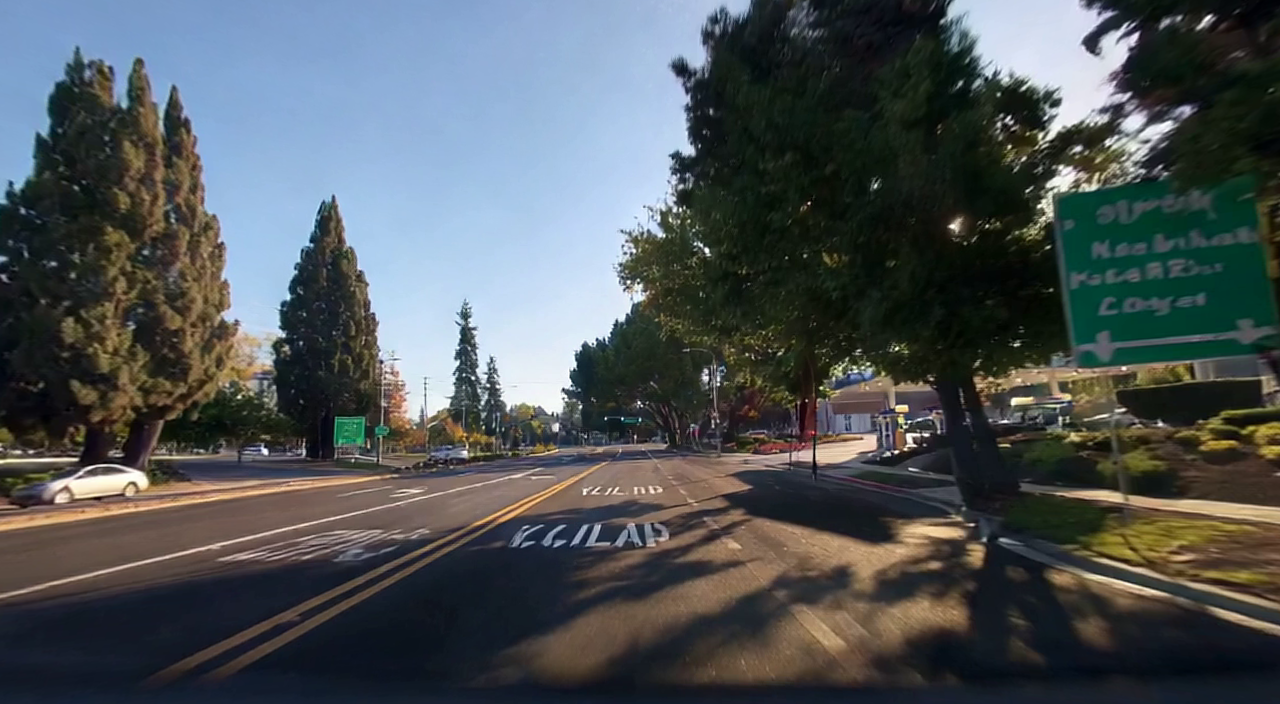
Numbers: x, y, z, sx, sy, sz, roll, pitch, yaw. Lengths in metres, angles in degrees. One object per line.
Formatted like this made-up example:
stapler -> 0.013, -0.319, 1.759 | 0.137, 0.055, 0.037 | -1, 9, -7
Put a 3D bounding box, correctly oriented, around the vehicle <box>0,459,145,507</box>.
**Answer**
vehicle -> -21.356, 4.741, 23.260 | 1.989, 1.454, 4.569 | -2, -9, 13
